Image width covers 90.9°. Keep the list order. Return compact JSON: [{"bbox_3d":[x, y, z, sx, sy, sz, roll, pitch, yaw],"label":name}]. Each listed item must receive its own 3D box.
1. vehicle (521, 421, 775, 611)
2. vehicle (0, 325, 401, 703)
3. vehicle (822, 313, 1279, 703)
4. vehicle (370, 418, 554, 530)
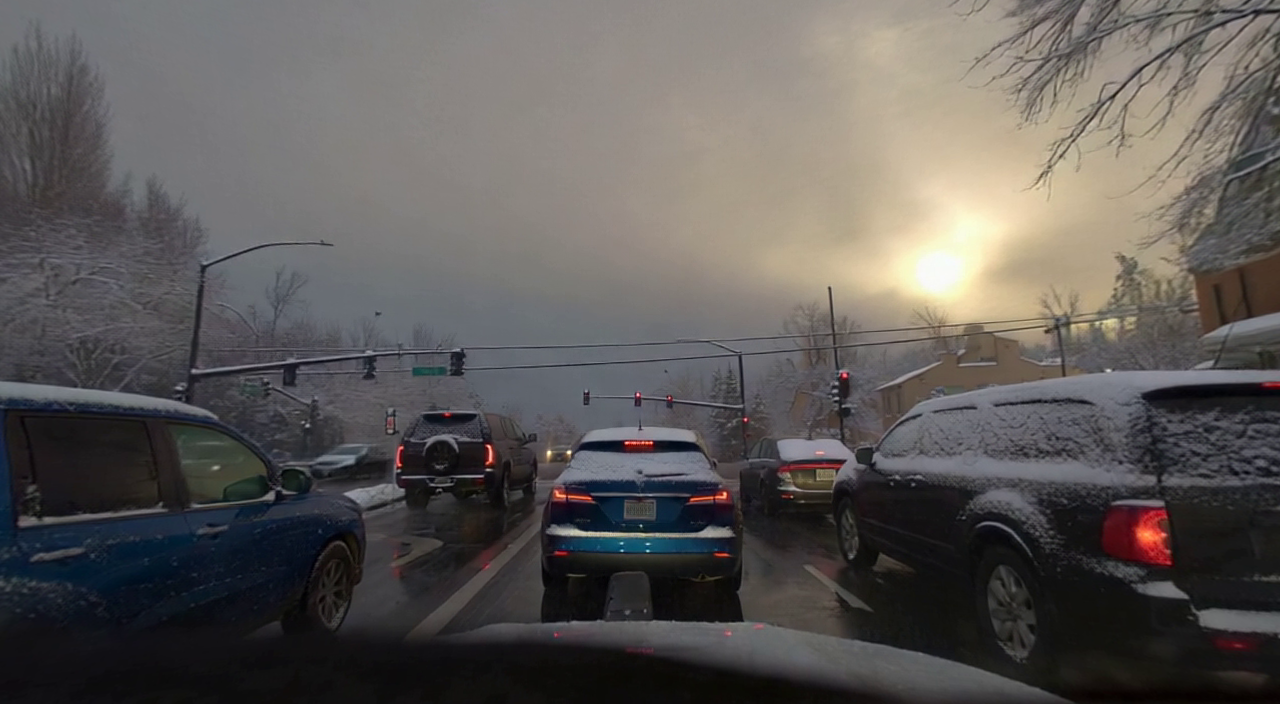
[{"bbox_3d":[0.029,1.598,7.062,2.021,1.490,3.948,0,-8,-1],"label":"vehicle"},{"bbox_3d":[-3.116,0.955,3.297,1.982,1.721,4.261,0,-8,1],"label":"vehicle"},{"bbox_3d":[3.224,1.100,4.733,2.141,1.833,4.704,0,-8,-2],"label":"vehicle"},{"bbox_3d":[-3.176,2.297,12.449,2.117,1.772,4.619,0,-8,2],"label":"vehicle"}]
